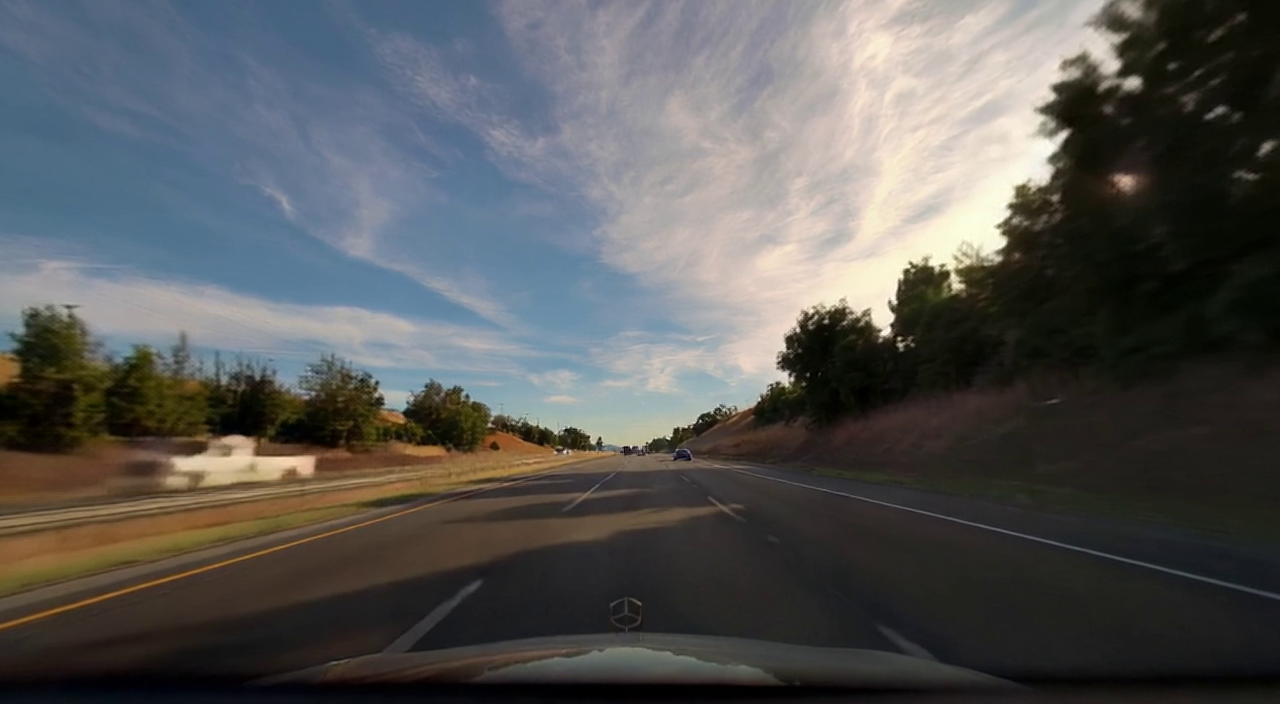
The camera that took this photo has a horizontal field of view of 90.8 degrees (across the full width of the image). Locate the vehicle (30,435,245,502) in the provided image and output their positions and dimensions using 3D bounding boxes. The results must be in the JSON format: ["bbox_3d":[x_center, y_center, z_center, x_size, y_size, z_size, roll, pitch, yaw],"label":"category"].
[{"bbox_3d":[-12.745,2.973,16.481,2.020,1.502,4.338,0,-9,0],"label":"vehicle"}]
